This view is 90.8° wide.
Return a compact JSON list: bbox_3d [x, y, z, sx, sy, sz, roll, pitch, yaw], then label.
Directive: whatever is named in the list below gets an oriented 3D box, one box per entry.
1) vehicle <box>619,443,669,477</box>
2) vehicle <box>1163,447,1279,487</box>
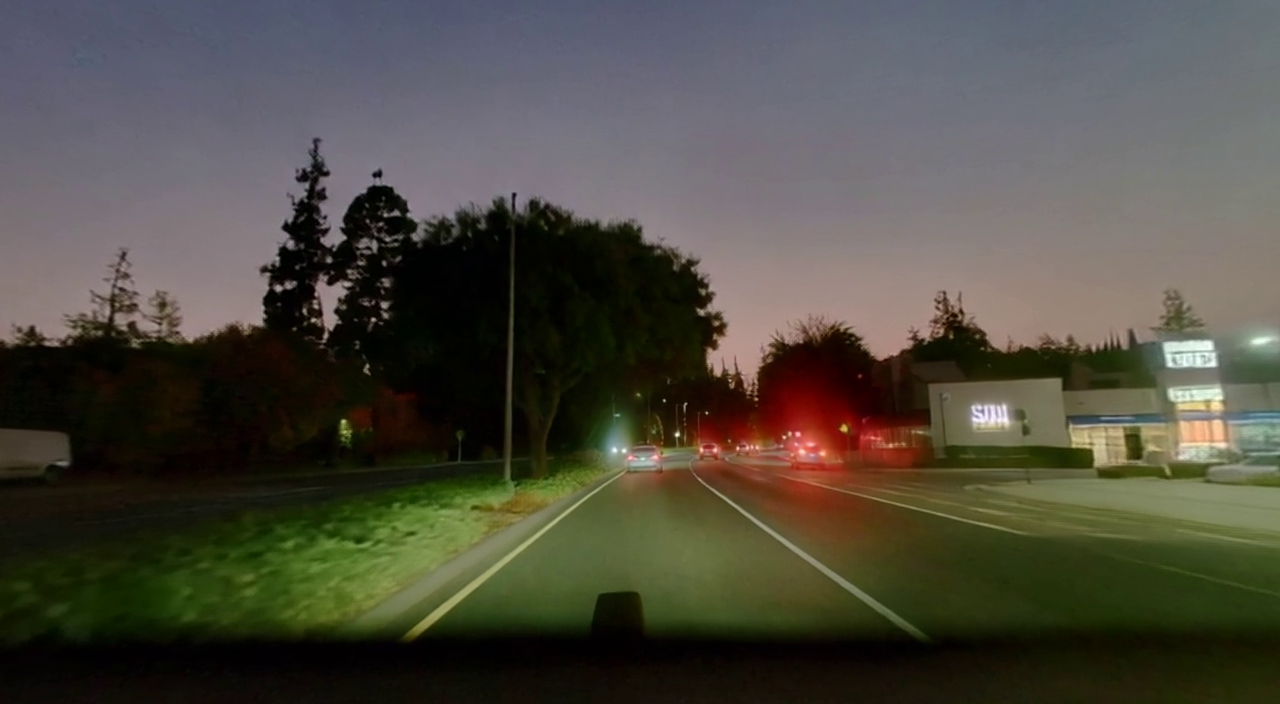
[{"bbox_3d":[0.267,4.890,28.916,2.095,1.456,3.873,-1,-8,3],"label":"vehicle"},{"bbox_3d":[21.274,4.053,22.338,4.016,1.329,1.702,0,-10,-3],"label":"vehicle"}]
